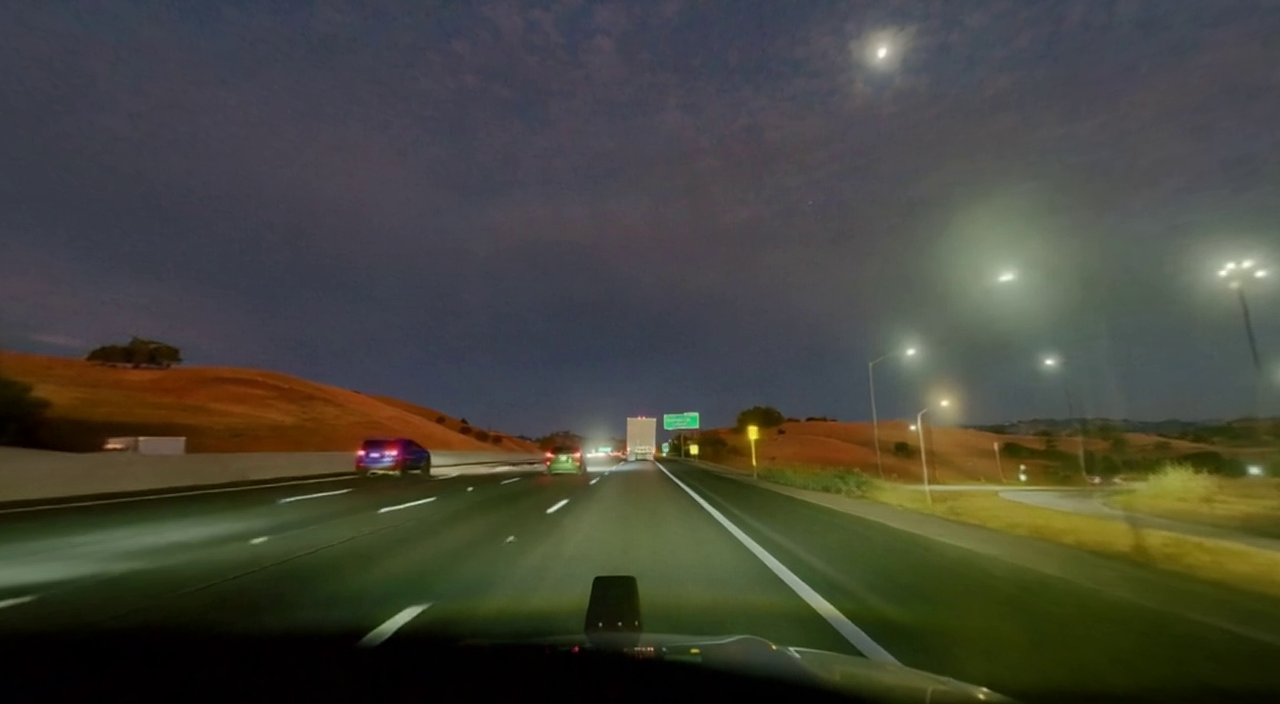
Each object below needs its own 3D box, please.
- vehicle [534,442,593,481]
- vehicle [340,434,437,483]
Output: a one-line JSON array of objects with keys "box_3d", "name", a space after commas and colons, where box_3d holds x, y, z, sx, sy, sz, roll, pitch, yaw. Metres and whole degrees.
[{"box_3d": [-3.637, 5.280, 30.707, 2.194, 1.725, 4.698, 0, -9, 1], "name": "vehicle"}, {"box_3d": [-10.818, 4.618, 27.581, 2.111, 1.906, 5.028, 0, -9, 1], "name": "vehicle"}]
